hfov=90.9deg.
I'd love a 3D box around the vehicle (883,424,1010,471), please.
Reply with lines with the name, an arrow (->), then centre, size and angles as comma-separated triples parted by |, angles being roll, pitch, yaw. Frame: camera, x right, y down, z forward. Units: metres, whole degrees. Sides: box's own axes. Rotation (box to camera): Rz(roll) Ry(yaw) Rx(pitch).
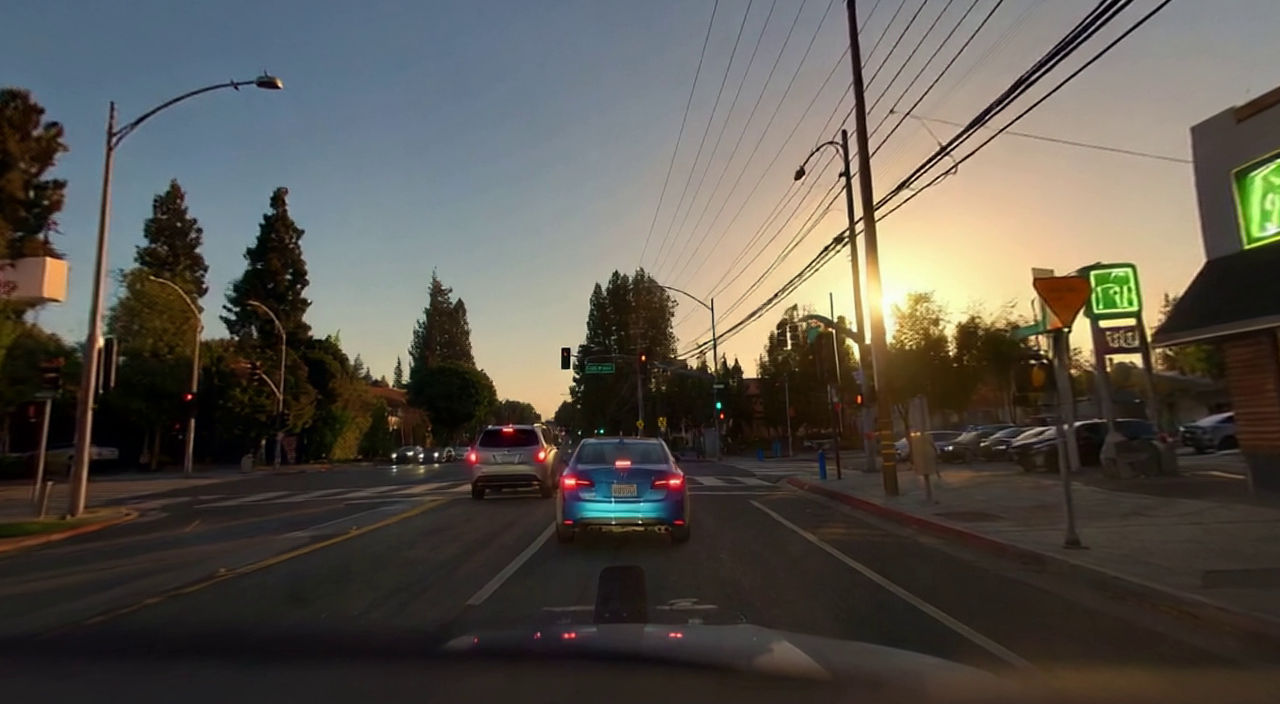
vehicle -> 10.631, 3.372, 22.320 | 1.842, 1.471, 4.481 | 1, -8, -6

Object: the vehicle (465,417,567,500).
vehicle -> -3.079, 2.738, 16.612 | 2.106, 1.852, 4.512 | 0, -8, -5

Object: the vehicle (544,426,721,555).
vehicle -> -0.149, 1.927, 9.532 | 2.070, 1.481, 4.216 | 0, -8, -2

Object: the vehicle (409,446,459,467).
vehicle -> -15.568, 7.837, 47.494 | 2.111, 1.511, 4.641 | 6, -10, -37

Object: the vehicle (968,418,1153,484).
vehicle -> 10.544, 2.536, 16.293 | 1.888, 1.455, 4.268 | 0, -8, 1

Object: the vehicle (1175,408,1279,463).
vehicle -> 18.709, 2.580, 19.294 | 4.446, 1.511, 1.977 | 4, -10, -29
